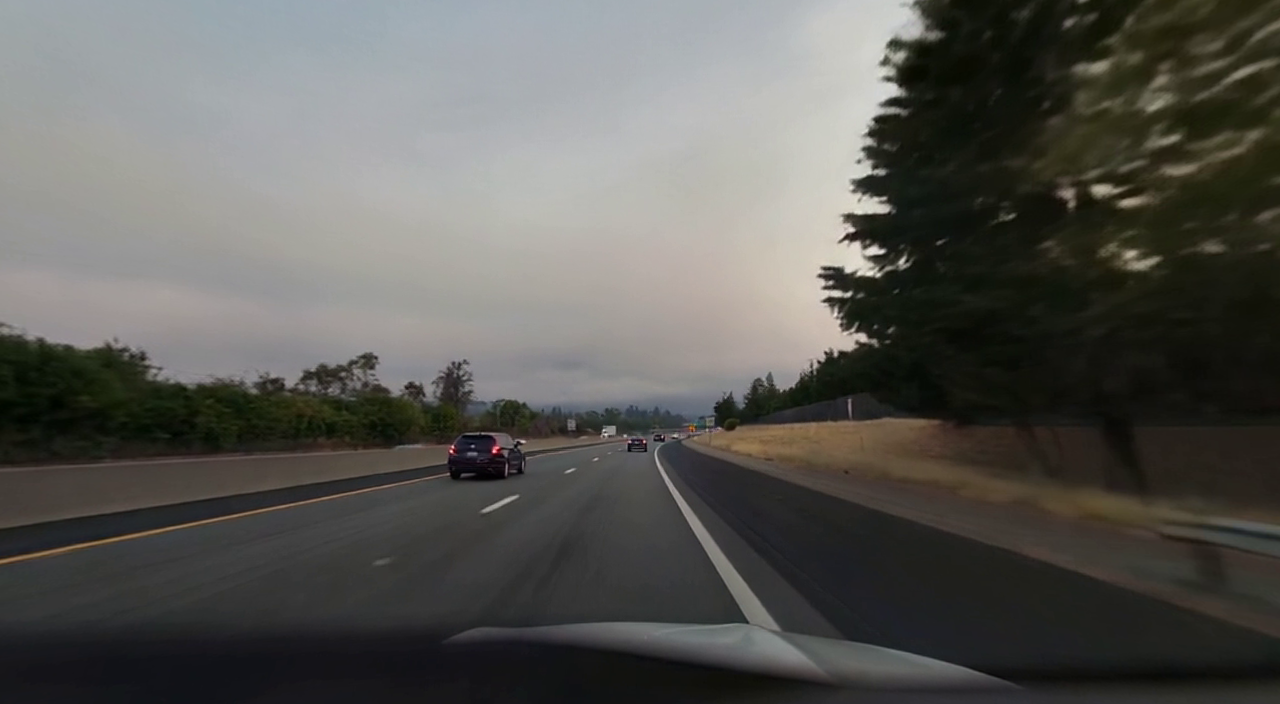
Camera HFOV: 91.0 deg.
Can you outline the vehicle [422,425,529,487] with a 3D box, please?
[{"bbox_3d":[-4.817,3.121,19.172,2.075,1.653,4.317,-1,-8,0],"label":"vehicle"}]
